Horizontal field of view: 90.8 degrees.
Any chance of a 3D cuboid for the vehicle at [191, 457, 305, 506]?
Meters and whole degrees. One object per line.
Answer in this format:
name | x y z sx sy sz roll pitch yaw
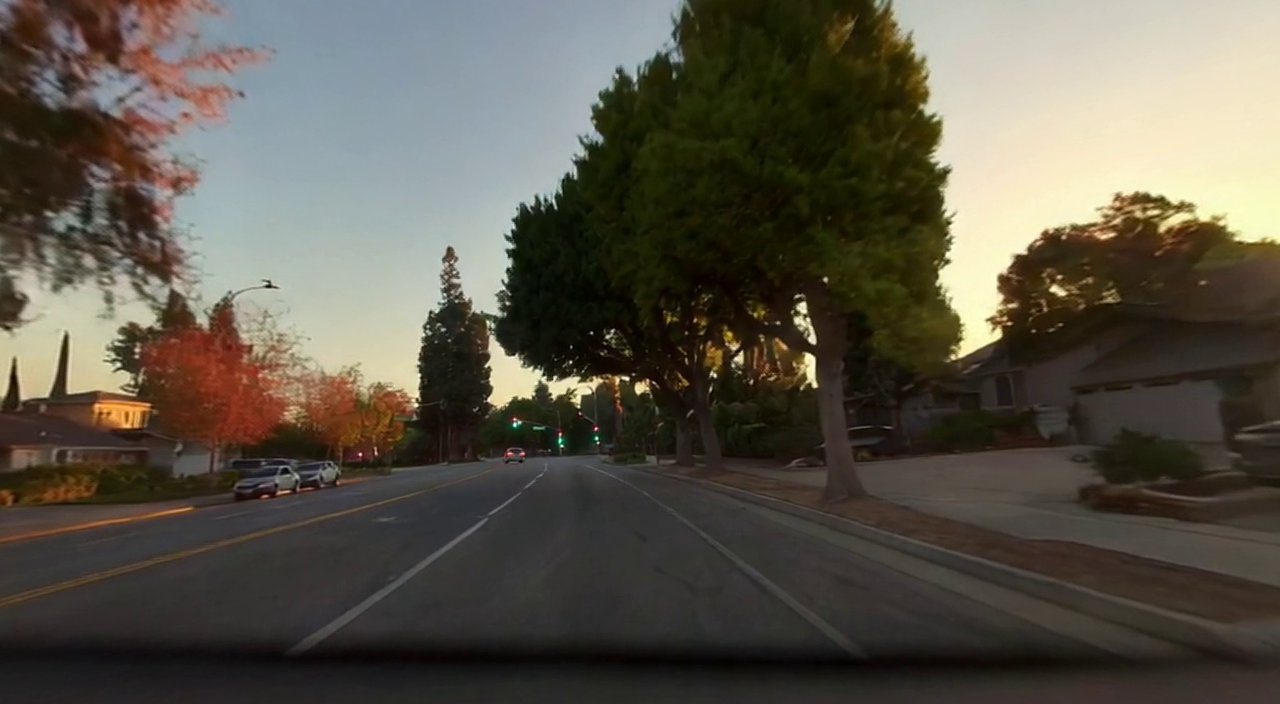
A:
vehicle | -16.717 5.511 27.354 2.029 1.726 5.366 -4 -9 -6
